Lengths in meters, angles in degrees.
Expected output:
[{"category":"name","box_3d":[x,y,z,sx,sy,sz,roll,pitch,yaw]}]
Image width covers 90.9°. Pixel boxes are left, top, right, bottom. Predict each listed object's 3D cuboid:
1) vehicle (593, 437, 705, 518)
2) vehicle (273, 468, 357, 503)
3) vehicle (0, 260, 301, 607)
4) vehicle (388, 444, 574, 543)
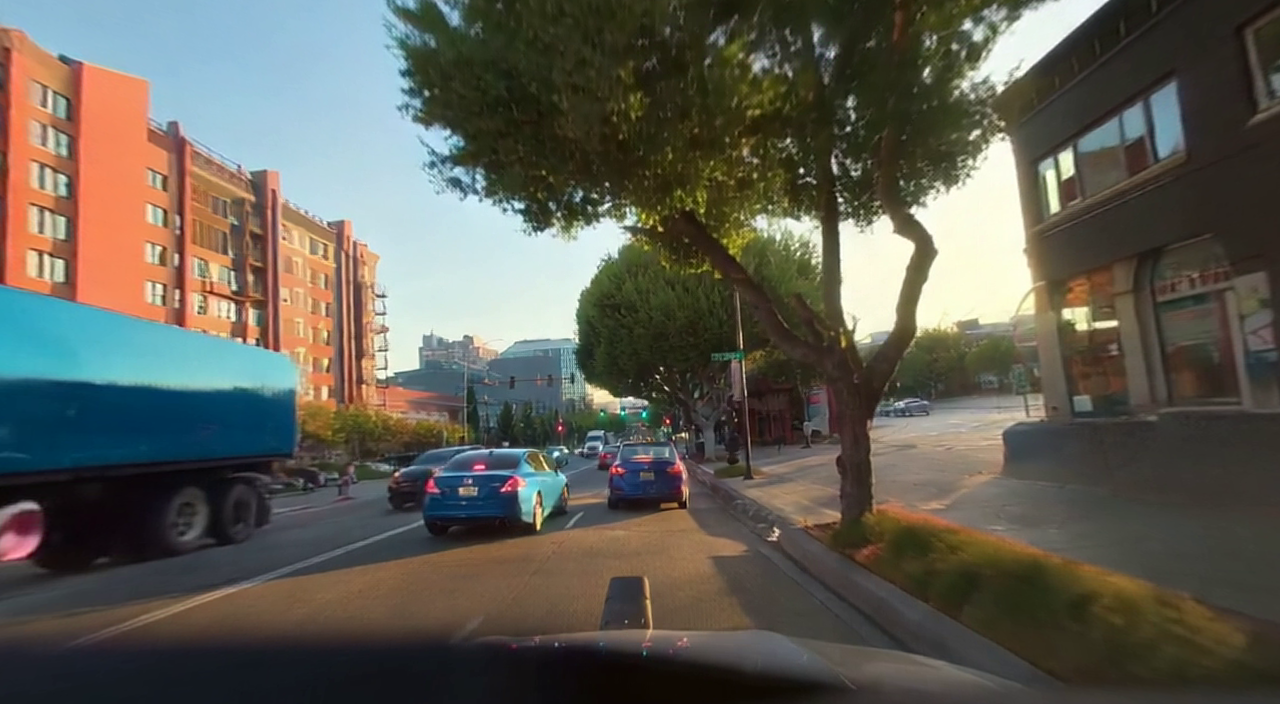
[{"category":"vehicle","box_3d":[0.177,2.618,13.755,2.094,1.478,3.922,0,-8,0]},{"category":"vehicle","box_3d":[-17.110,6.954,33.095,4.584,1.504,2.124,-7,-10,38]},{"category":"vehicle","box_3d":[-8.802,0.965,7.401,2.986,3.933,11.600,0,-8,1]},{"category":"vehicle","box_3d":[-2.624,2.468,11.821,2.099,1.424,4.843,-1,-8,2]}]
